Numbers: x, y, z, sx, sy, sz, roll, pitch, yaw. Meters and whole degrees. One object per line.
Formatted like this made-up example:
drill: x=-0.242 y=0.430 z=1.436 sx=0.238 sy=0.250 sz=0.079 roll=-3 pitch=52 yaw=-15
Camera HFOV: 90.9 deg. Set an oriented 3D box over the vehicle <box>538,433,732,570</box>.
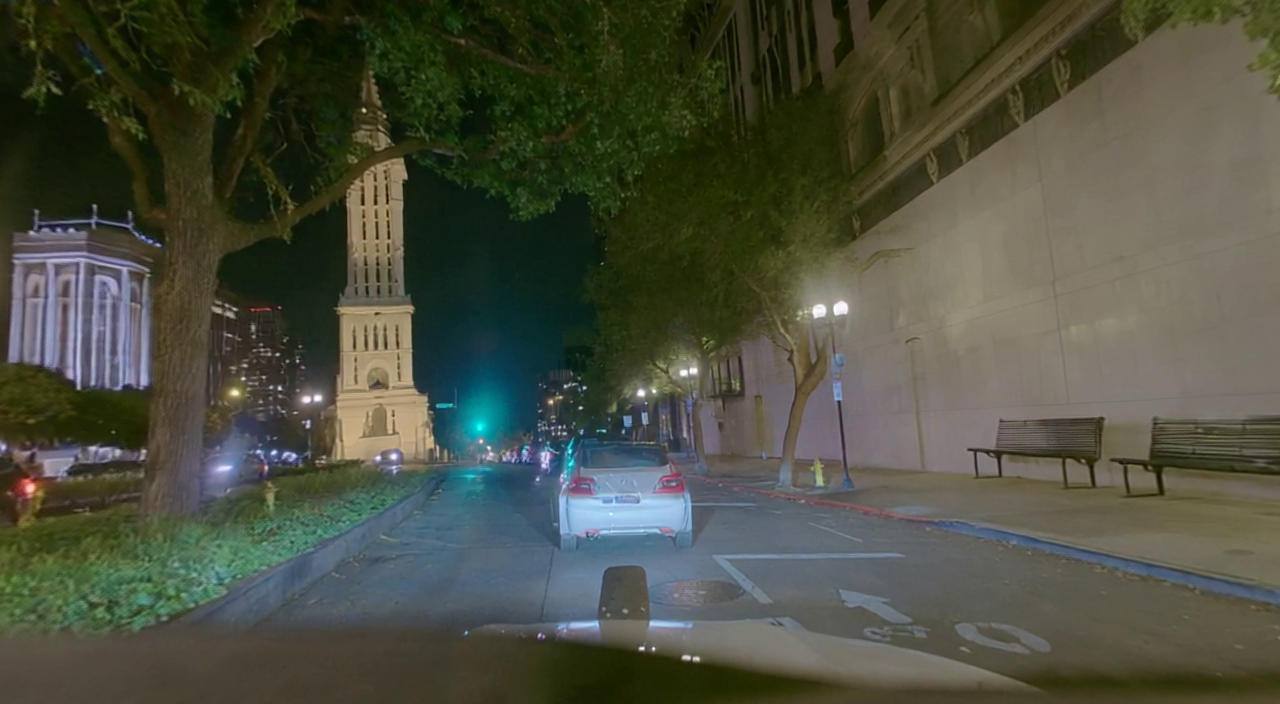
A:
vehicle: x=-0.234 y=1.943 z=9.024 sx=2.142 sy=1.475 sz=4.051 roll=1 pitch=-8 yaw=-5
